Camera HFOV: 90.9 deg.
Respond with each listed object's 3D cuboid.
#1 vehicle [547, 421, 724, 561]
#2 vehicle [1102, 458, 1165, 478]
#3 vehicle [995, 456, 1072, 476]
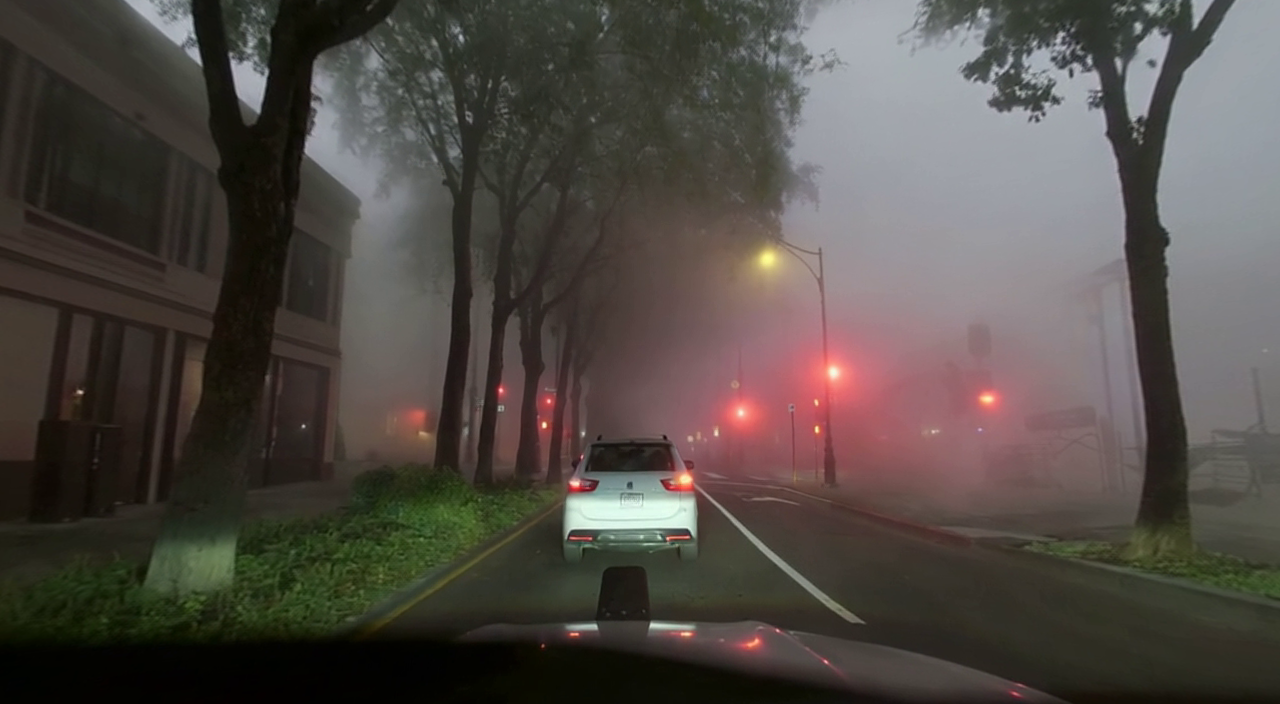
[{"bbox_3d":[-0.084,1.923,9.423,2.079,1.621,3.861,0,-8,-1],"label":"vehicle"},{"bbox_3d":[37.346,8.783,47.760,3.445,1.363,1.608,2,-9,-1],"label":"vehicle"},{"bbox_3d":[29.824,8.624,47.834,4.668,1.441,1.904,1,-9,-6],"label":"vehicle"}]
